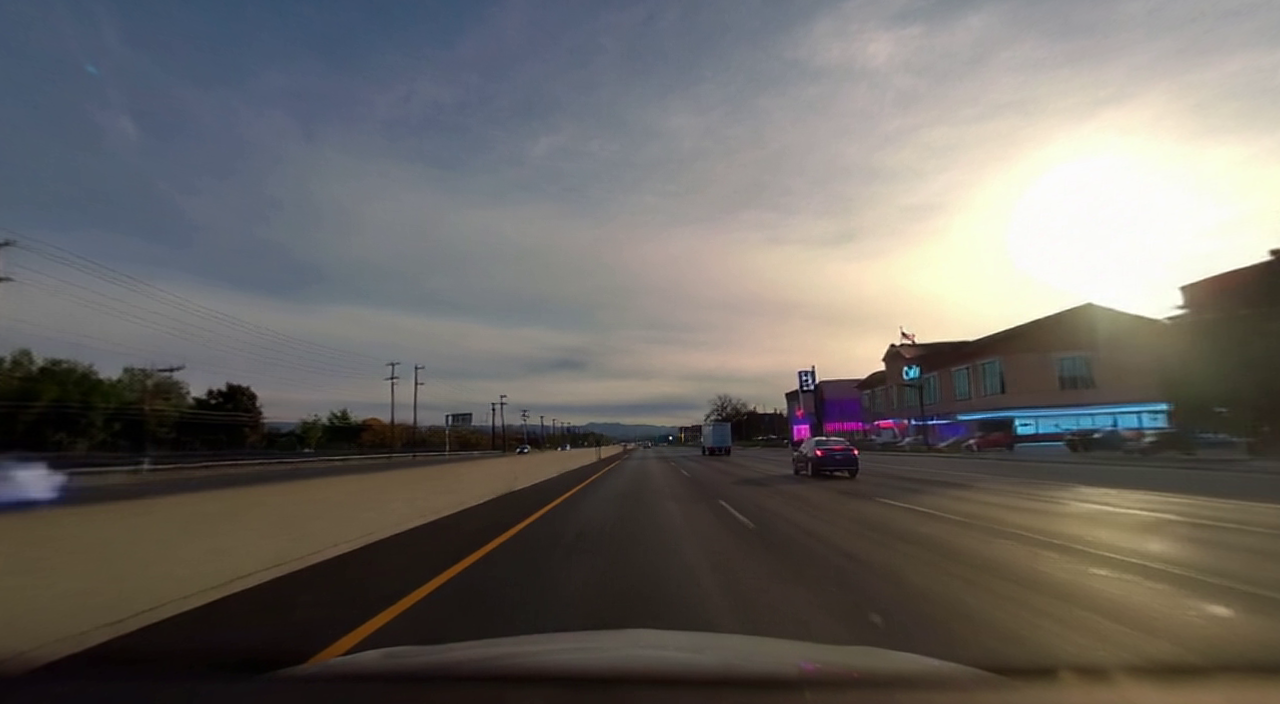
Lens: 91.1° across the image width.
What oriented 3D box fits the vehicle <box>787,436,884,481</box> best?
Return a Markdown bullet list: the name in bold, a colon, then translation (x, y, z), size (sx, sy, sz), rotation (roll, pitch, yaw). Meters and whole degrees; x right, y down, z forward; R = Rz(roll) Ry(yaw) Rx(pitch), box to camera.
- **vehicle**: translation (7.284, 4.021, 24.019), size (2.079, 1.518, 5.032), rotation (0, -8, -1)
